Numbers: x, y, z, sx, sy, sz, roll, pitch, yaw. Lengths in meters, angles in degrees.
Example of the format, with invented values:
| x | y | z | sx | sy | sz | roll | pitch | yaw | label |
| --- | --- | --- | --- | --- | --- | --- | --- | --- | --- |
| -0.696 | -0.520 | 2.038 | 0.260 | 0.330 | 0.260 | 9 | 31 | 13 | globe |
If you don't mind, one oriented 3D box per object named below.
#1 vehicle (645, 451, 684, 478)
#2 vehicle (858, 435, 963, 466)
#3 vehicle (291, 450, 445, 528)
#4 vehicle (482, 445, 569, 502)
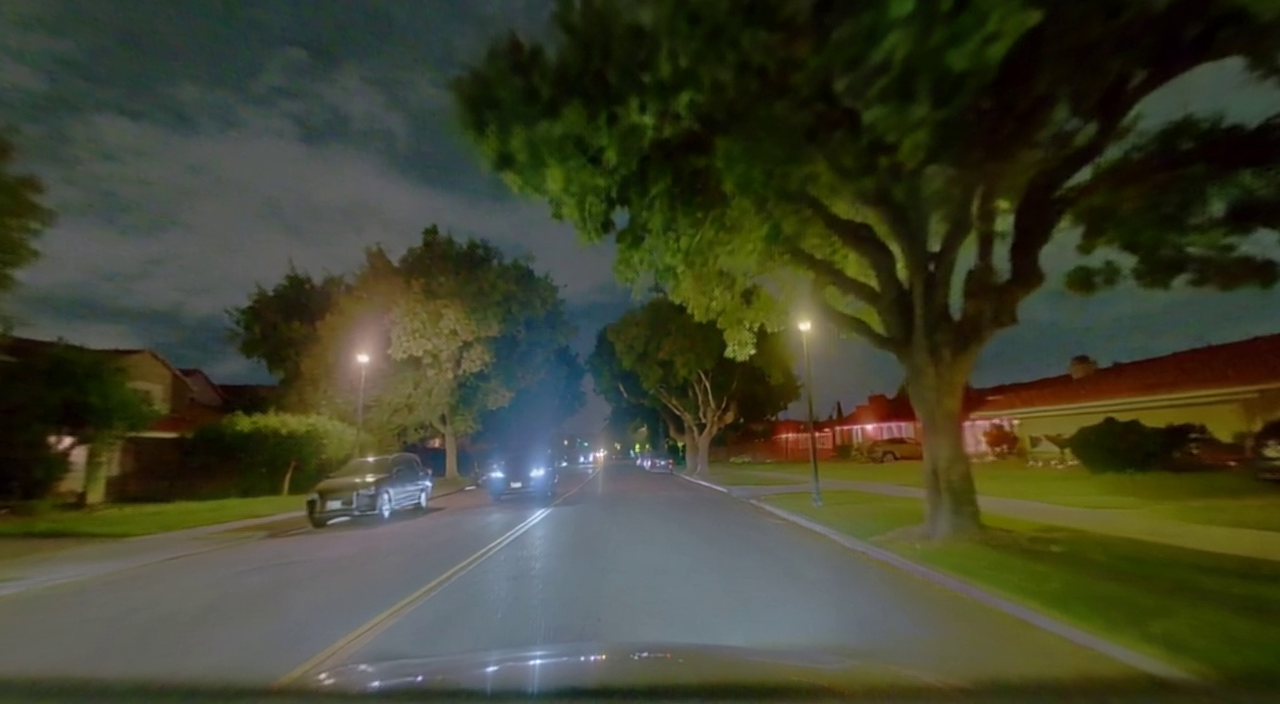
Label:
| x | y | z | sx | sy | sz | roll | pitch | yaw | label |
| --- | --- | --- | --- | --- | --- | --- | --- | --- | --- |
| 1.452 | 6.918 | 39.071 | 1.996 | 1.516 | 4.122 | 1 | -9 | -4 | vehicle |
| 13.102 | 4.815 | 30.910 | 4.370 | 1.433 | 1.889 | -2 | -9 | 12 | vehicle |
| -6.591 | 3.317 | 15.908 | 2.031 | 1.662 | 4.194 | 0 | -9 | -1 | vehicle |
| -3.706 | 4.024 | 21.360 | 2.106 | 1.688 | 4.392 | 0 | -9 | 0 | vehicle |
